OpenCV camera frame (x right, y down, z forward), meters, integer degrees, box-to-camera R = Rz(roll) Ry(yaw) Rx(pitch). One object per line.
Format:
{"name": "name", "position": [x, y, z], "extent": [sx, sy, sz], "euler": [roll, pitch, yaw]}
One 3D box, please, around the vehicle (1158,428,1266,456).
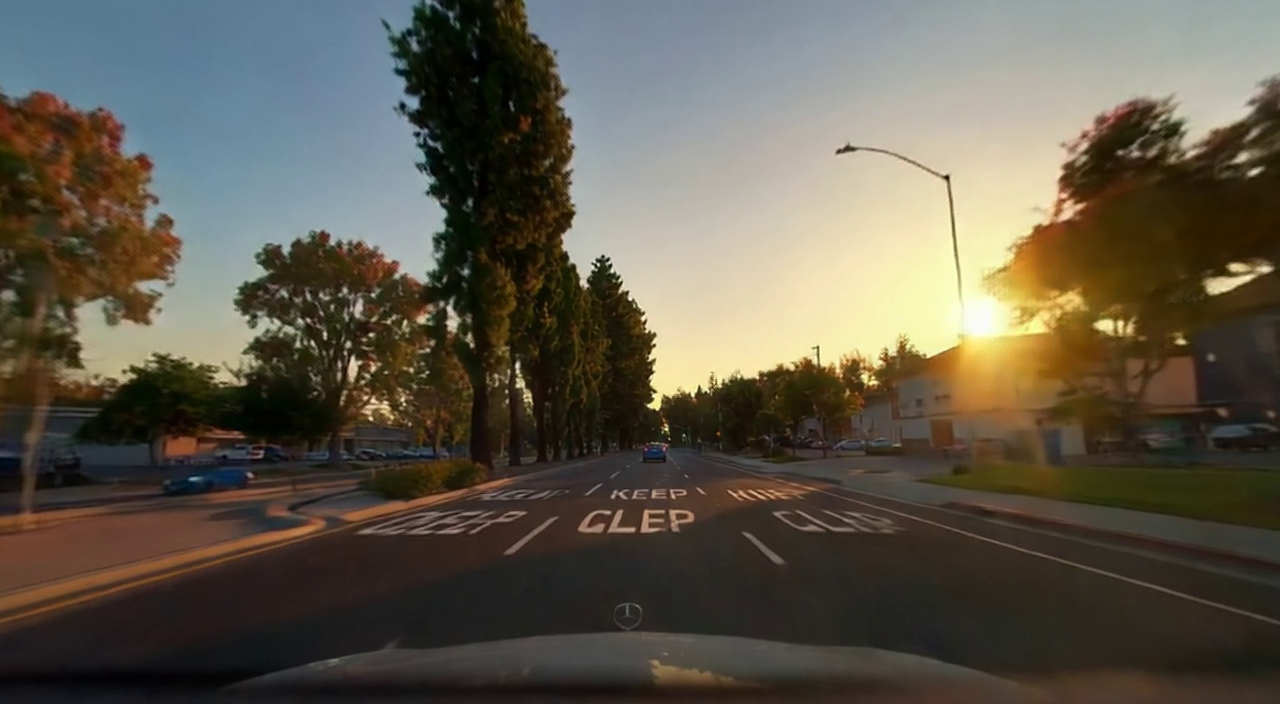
{"name": "vehicle", "position": [31.714, 5.005, 34.888], "extent": [4.002, 1.501, 2.000], "euler": [0, -9, 0]}

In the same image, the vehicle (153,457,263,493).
{"name": "vehicle", "position": [-20.198, 5.729, 29.621], "extent": [1.885, 1.464, 4.525], "euler": [0, -9, 2]}

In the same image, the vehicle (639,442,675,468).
{"name": "vehicle", "position": [1.054, 6.465, 39.490], "extent": [2.144, 1.505, 4.128], "euler": [0, -9, 1]}
